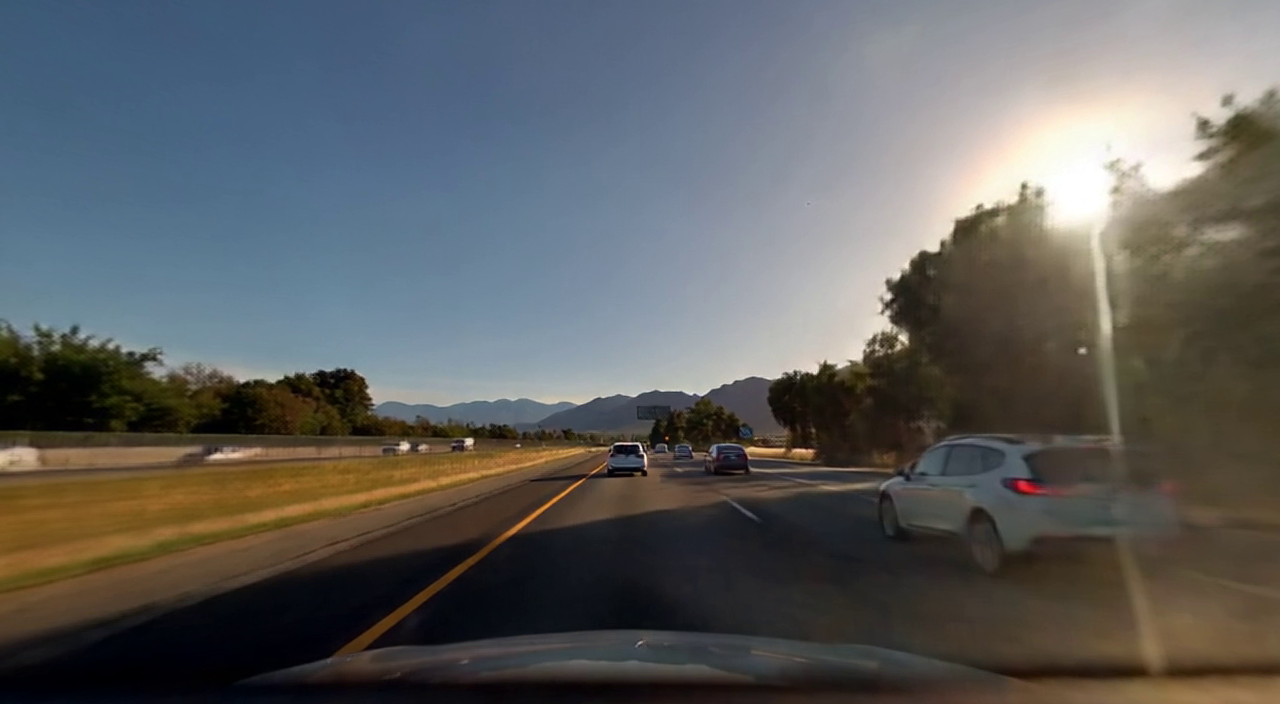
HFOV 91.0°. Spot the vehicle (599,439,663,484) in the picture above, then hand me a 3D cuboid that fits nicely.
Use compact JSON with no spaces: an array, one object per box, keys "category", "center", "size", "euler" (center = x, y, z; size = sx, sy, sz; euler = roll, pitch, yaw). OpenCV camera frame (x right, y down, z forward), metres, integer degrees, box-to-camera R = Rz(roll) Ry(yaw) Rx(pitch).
[{"category":"vehicle","center":[-0.329,3.877,22.624],"size":[2.085,1.449,3.860],"euler":[0,-9,-1]}]

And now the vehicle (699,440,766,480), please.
[{"category":"vehicle","center":[3.576,4.273,25.191],"size":[1.957,1.447,4.241],"euler":[0,-8,-1]}]

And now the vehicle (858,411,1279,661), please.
[{"category":"vehicle","center":[3.860,1.429,6.009],"size":[1.949,1.493,4.272],"euler":[0,-8,-1]}]

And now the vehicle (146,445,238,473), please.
[{"category":"vehicle","center":[-24.499,5.849,34.640],"size":[1.799,1.459,4.427],"euler":[0,-9,0]}]
